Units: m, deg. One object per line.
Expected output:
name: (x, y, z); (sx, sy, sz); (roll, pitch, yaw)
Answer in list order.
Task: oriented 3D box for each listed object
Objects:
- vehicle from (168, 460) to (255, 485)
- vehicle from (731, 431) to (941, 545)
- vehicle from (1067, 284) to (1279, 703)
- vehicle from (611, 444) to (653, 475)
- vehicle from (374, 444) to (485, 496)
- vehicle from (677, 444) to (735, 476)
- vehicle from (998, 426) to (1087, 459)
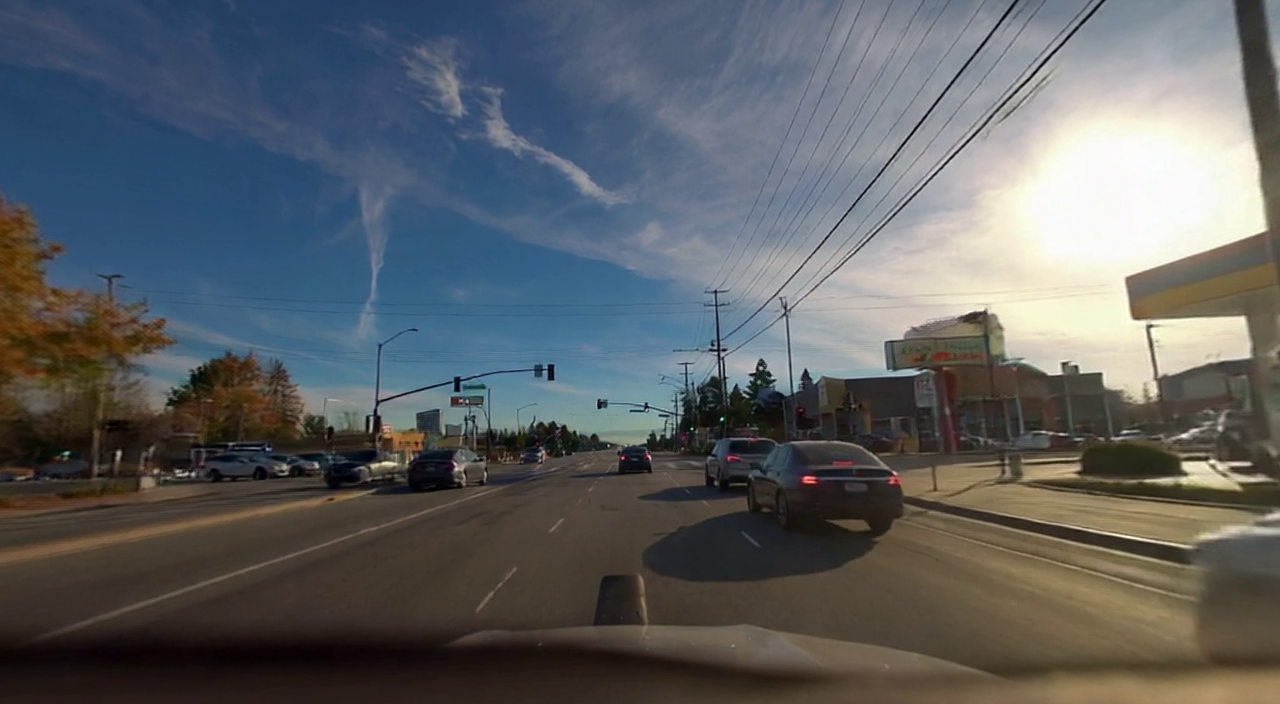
vehicle: (-30.127, 8.471, 44.479); (4.989, 1.567, 2.075); (-1, -9, 12)
vehicle: (2.919, 2.130, 10.603); (1.945, 1.470, 4.363); (0, -9, -3)
vehicle: (3.217, 0.454, 0.523); (2.124, 1.824, 4.973); (0, -9, -1)
vehicle: (-0.433, 5.508, 32.694); (2.065, 1.484, 3.894); (0, -9, -1)
vehicle: (-6.528, 3.687, 20.168); (2.075, 1.470, 4.190); (0, -9, 0)
vehicle: (3.143, 5.266, 31.022); (2.208, 1.436, 4.542); (0, -9, -2)
vehicle: (19.687, 4.523, 31.182); (2.140, 1.485, 4.425); (-2, -10, 11)
